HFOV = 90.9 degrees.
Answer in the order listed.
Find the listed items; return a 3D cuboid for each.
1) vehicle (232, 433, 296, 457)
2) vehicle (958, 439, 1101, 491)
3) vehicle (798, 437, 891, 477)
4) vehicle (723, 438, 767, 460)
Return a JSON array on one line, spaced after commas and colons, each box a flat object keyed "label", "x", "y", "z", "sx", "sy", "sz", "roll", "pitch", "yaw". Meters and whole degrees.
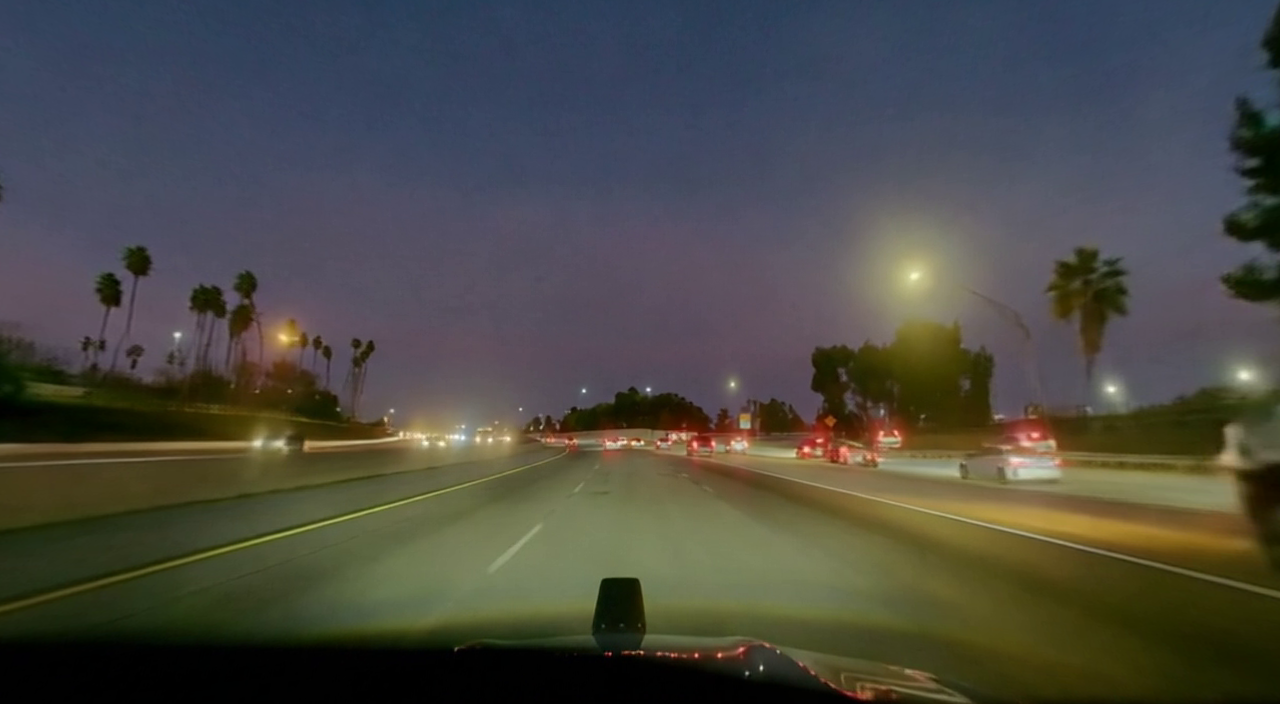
[{"label": "vehicle", "x": -25.243, "y": 6.287, "z": 42.461, "sx": 1.885, "sy": 1.524, "sz": 3.883, "roll": 0, "pitch": -8, "yaw": 0}, {"label": "vehicle", "x": 13.050, "y": 3.779, "z": 21.554, "sx": 1.903, "sy": 1.571, "sz": 4.455, "roll": 0, "pitch": -8, "yaw": -2}, {"label": "vehicle", "x": 8.191, "y": 4.249, "z": 25.824, "sx": 2.092, "sy": 1.478, "sz": 4.647, "roll": 0, "pitch": -8, "yaw": -2}, {"label": "vehicle", "x": 7.473, "y": 6.964, "z": 45.358, "sx": 2.080, "sy": 1.457, "sz": 4.404, "roll": 1, "pitch": -8, "yaw": -5}]
